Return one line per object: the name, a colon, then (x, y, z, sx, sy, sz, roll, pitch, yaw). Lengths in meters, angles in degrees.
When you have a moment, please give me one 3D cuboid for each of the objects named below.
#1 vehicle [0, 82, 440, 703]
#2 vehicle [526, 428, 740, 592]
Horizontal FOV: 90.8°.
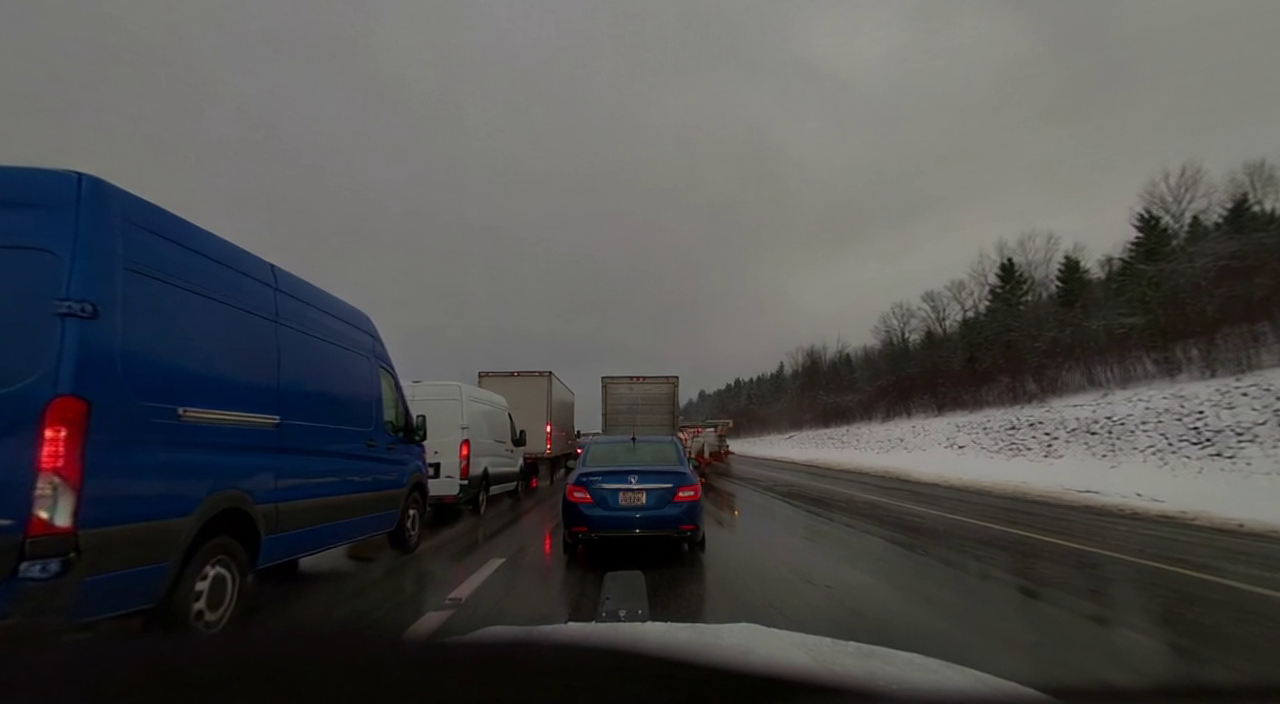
vehicle: (-4.039, 0.643, 6.060, 2.254, 2.879, 6.656, 0, -9, -2)
vehicle: (-0.096, 1.741, 7.660, 1.995, 1.495, 3.380, 0, -9, -1)
